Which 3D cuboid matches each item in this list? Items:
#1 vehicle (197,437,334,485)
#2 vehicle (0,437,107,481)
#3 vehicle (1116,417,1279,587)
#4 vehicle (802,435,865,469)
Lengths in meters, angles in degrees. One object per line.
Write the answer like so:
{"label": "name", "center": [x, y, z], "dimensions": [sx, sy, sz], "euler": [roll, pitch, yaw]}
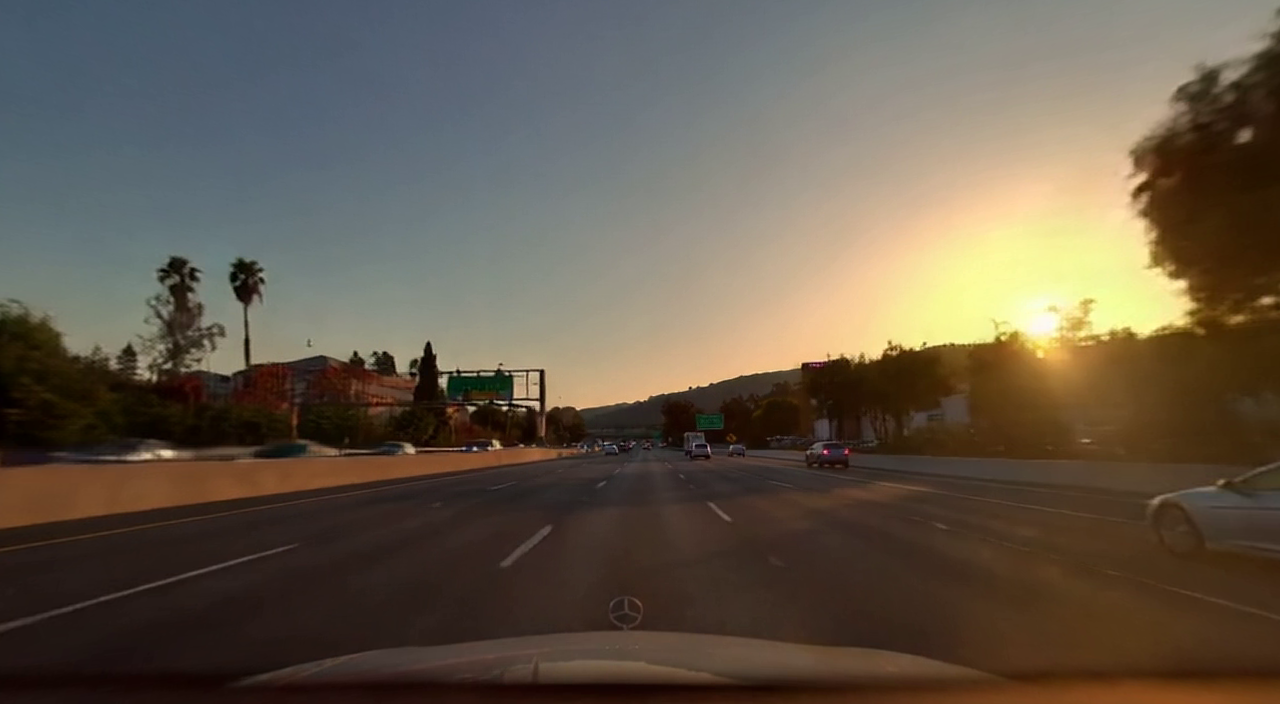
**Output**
{"label": "vehicle", "center": [-12.750, 3.730, 21.876], "dimensions": [1.860, 1.467, 4.559], "euler": [0, -8, 2]}
{"label": "vehicle", "center": [-22.426, 3.845, 22.942], "dimensions": [1.905, 1.475, 4.731], "euler": [0, -8, 1]}
{"label": "vehicle", "center": [6.904, 1.315, 5.363], "dimensions": [2.071, 1.543, 4.702], "euler": [0, -8, 1]}
{"label": "vehicle", "center": [11.264, 5.862, 37.073], "dimensions": [2.168, 1.861, 4.678], "euler": [0, -8, -1]}
